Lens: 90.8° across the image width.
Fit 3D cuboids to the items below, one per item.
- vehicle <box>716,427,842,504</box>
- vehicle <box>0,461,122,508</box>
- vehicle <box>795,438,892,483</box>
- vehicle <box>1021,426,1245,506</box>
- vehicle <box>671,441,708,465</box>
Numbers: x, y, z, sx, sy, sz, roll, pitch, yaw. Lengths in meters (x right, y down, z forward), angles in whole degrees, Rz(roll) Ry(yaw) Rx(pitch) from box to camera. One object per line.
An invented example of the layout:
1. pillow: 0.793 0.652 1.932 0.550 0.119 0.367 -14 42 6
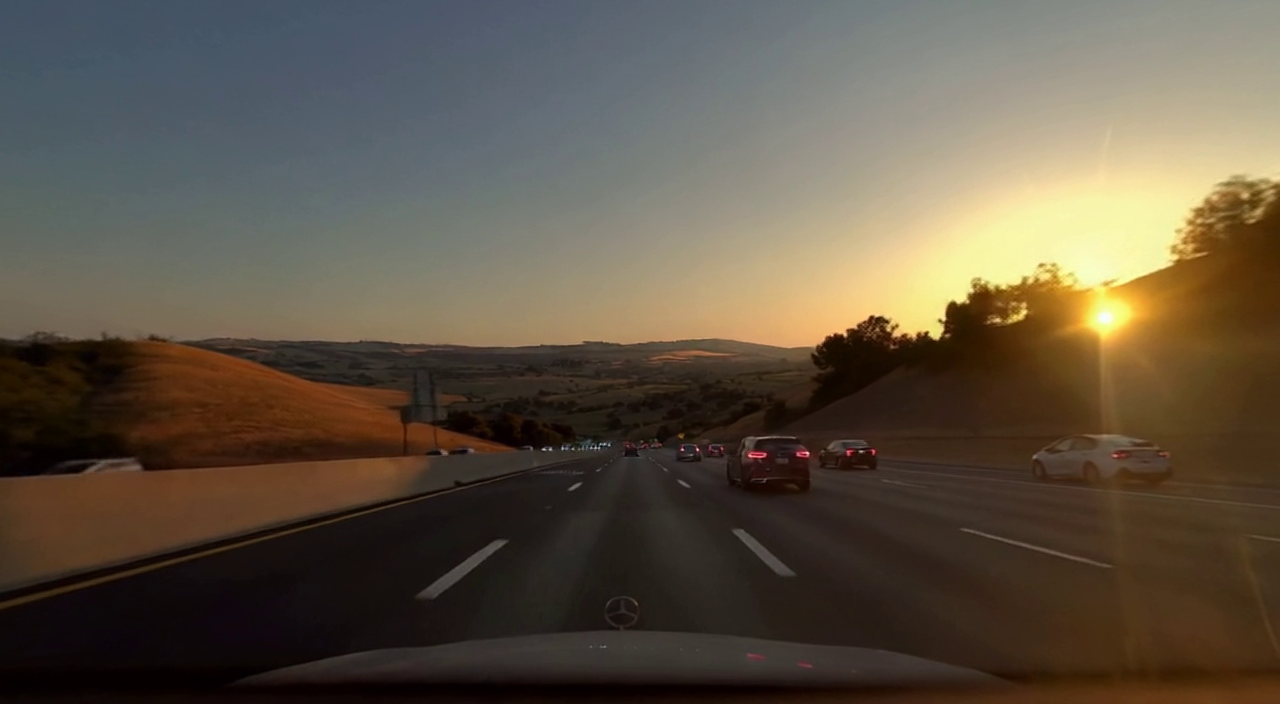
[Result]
1. vehicle: 3.210 2.743 15.659 1.977 1.601 4.598 0 -8 -2
2. vehicle: -21.788 4.809 23.293 1.833 1.472 4.107 0 -8 0
3. vehicle: 7.159 3.864 22.725 1.952 1.442 4.259 0 -8 -1
4. vehicle: 11.046 2.570 14.641 1.844 1.560 4.085 0 -8 0
5. vehicle: 3.266 6.748 42.339 2.038 1.477 4.313 0 -8 -1
